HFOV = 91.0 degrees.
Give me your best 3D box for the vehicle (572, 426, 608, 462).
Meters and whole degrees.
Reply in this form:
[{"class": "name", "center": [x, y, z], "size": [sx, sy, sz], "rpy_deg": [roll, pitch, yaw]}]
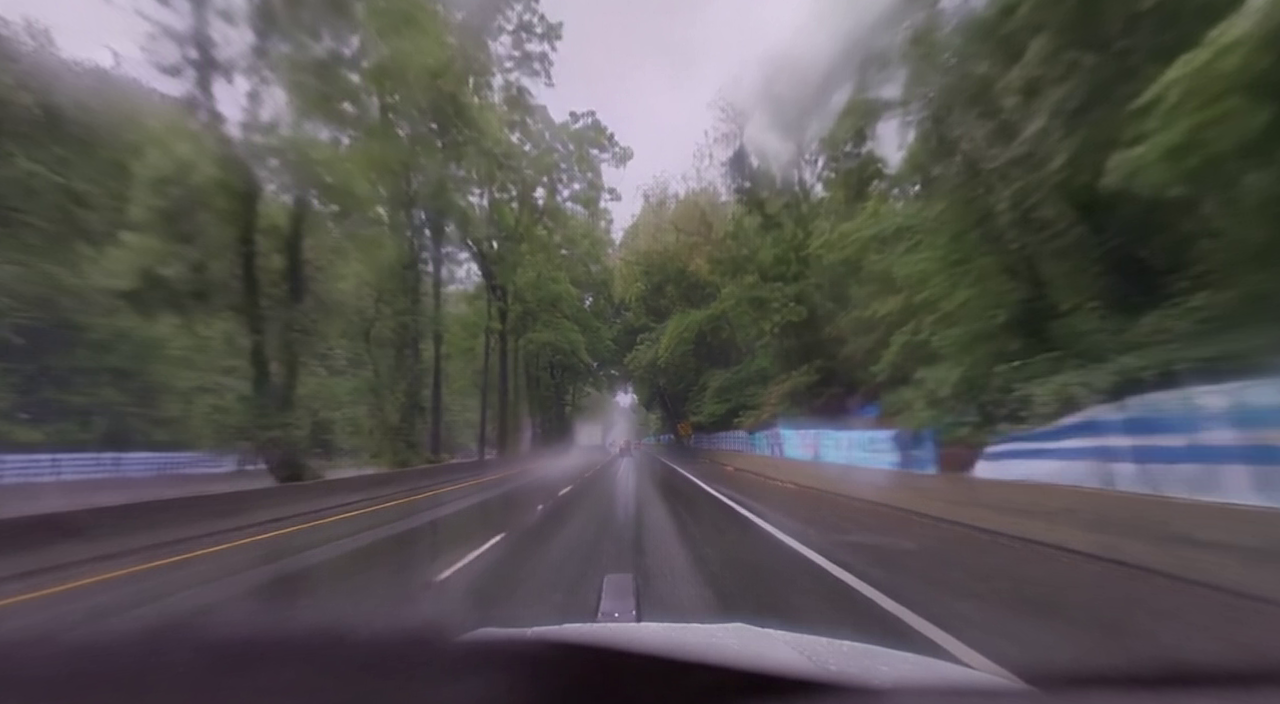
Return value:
[{"class": "vehicle", "center": [-3.846, 7.200, 49.361], "size": [2.484, 2.625, 5.907], "rpy_deg": [0, -8, -1]}]
